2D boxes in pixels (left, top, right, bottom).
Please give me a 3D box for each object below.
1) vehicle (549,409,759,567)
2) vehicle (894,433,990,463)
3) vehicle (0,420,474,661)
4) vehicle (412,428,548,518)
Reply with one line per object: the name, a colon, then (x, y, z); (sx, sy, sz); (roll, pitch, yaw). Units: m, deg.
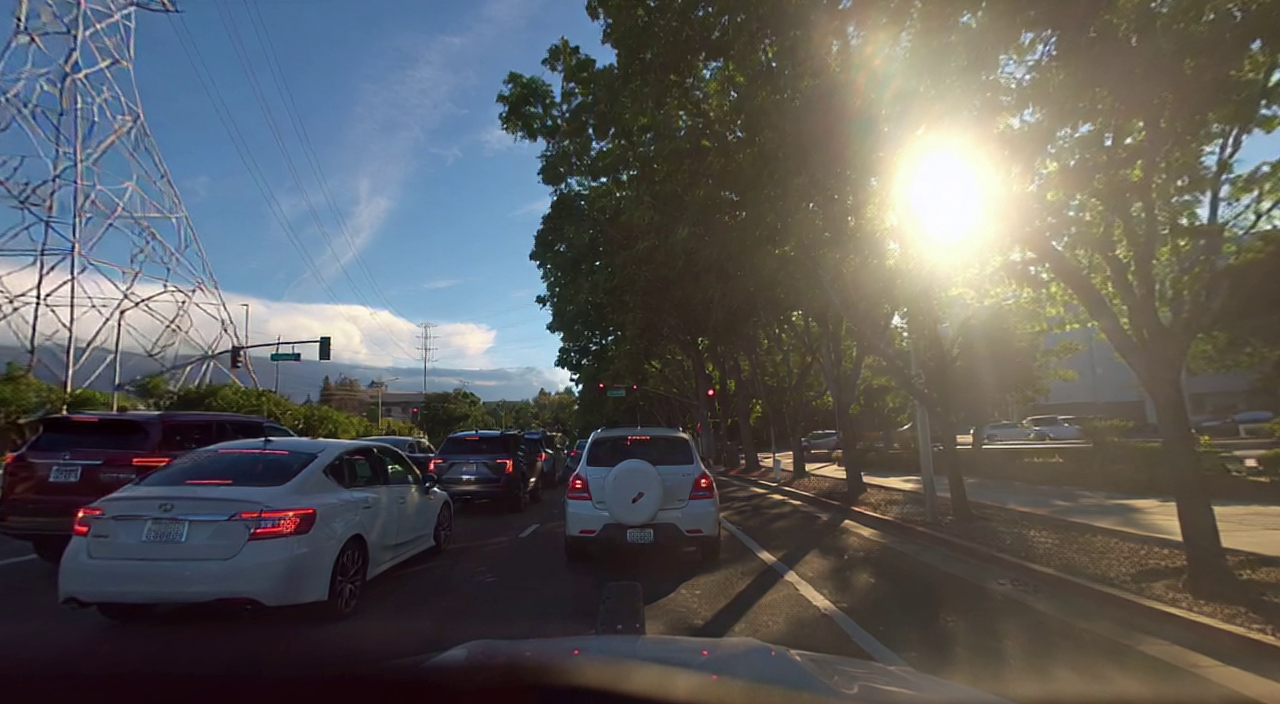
vehicle: (0.084, 1.764, 8.939); (2.239, 1.661, 4.224); (0, -8, -2)
vehicle: (15.089, 4.808, 31.707); (3.858, 1.437, 1.899); (0, -8, -4)
vehicle: (-3.172, 1.496, 6.202); (1.973, 1.469, 4.448); (0, -8, -1)
vehicle: (-3.255, 2.525, 13.672); (1.997, 1.636, 3.760); (0, -8, -1)
